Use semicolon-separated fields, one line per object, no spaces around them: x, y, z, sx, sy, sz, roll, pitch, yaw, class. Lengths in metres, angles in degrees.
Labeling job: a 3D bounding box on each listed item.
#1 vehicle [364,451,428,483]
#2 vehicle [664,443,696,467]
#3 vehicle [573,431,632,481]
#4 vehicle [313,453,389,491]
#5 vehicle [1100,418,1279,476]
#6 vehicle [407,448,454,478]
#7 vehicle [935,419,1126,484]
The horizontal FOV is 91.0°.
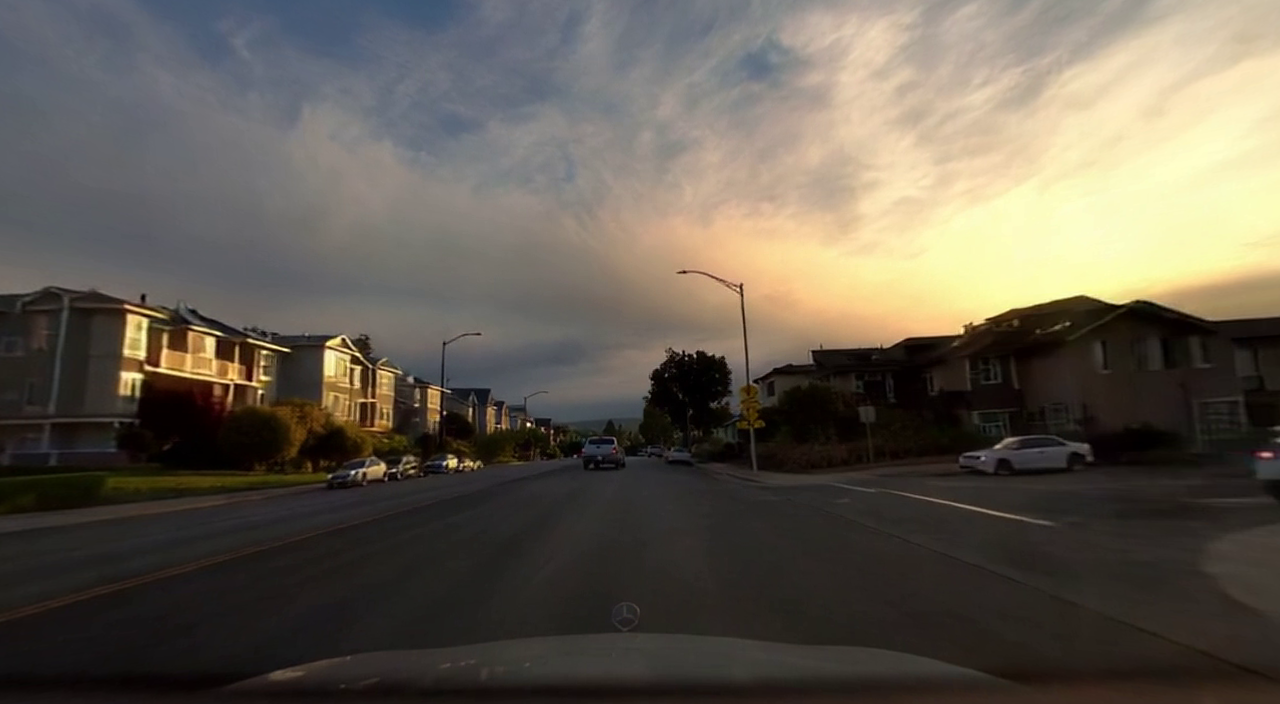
-14.324;6.731;37.203;1.875;1.496;4.728;-4;-7;0;vehicle
2.892;7.598;46.588;1.949;1.685;4.161;1;-9;-2;vehicle
-1.407;4.183;25.561;1.994;1.810;5.057;0;-9;1;vehicle
-14.397;5.951;31.636;1.884;1.451;4.435;-4;-7;-3;vehicle
18.334;3.114;20.618;4.750;1.775;2.124;0;-9;0;vehicle
-14.383;7.600;43.421;1.890;1.640;4.320;-3;-7;-1;vehicle
12.628;3.234;20.563;4.873;1.624;1.924;-4;-9;-3;vehicle
